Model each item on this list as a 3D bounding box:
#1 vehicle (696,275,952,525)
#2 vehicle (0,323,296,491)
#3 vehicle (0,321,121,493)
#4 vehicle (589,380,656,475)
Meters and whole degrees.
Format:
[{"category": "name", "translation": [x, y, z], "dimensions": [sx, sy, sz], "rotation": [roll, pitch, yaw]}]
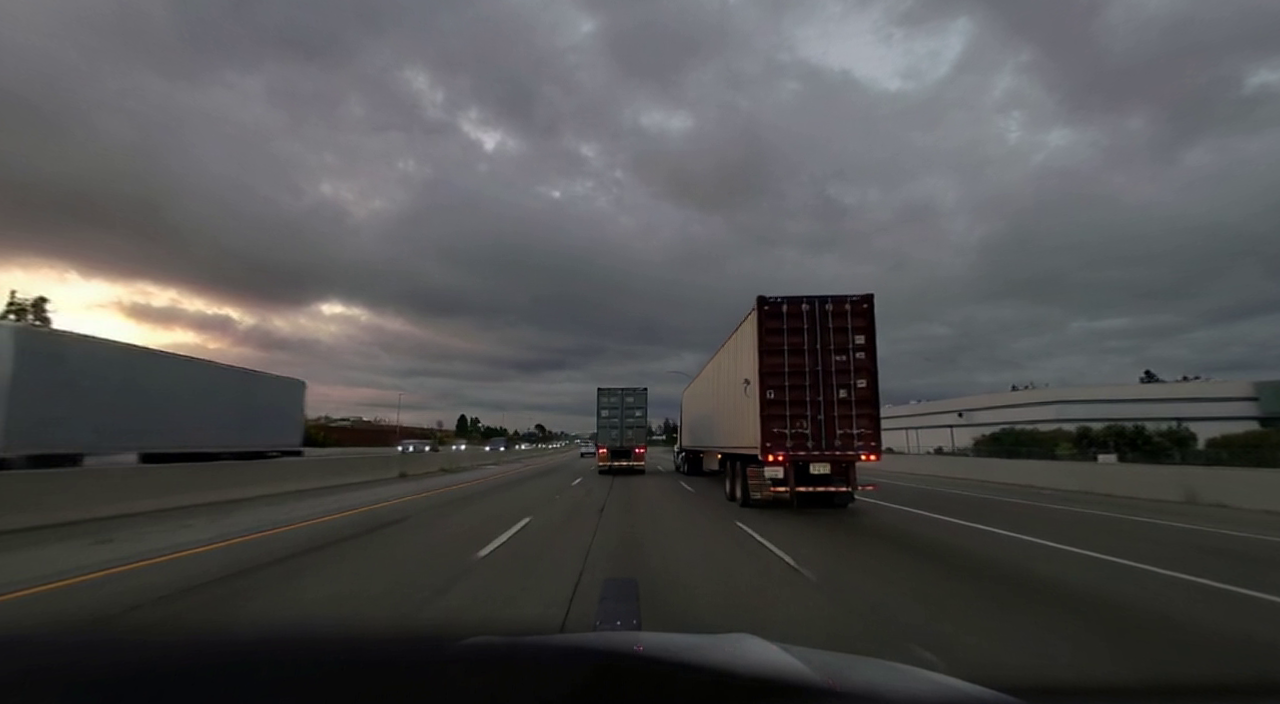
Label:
[{"category": "vehicle", "translation": [3.499, 1.674, 16.645], "dimensions": [2.803, 4.072, 12.744], "rotation": [0, -9, 0]}, {"category": "vehicle", "translation": [-16.669, 2.252, 21.534], "dimensions": [2.829, 4.021, 13.010], "rotation": [0, -9, -1]}, {"category": "vehicle", "translation": [-16.432, 1.169, 13.958], "dimensions": [3.035, 3.978, 8.132], "rotation": [0, -9, -1]}, {"category": "vehicle", "translation": [-0.704, 4.114, 33.147], "dimensions": [2.841, 4.071, 12.046], "rotation": [-1, -8, 0]}]
